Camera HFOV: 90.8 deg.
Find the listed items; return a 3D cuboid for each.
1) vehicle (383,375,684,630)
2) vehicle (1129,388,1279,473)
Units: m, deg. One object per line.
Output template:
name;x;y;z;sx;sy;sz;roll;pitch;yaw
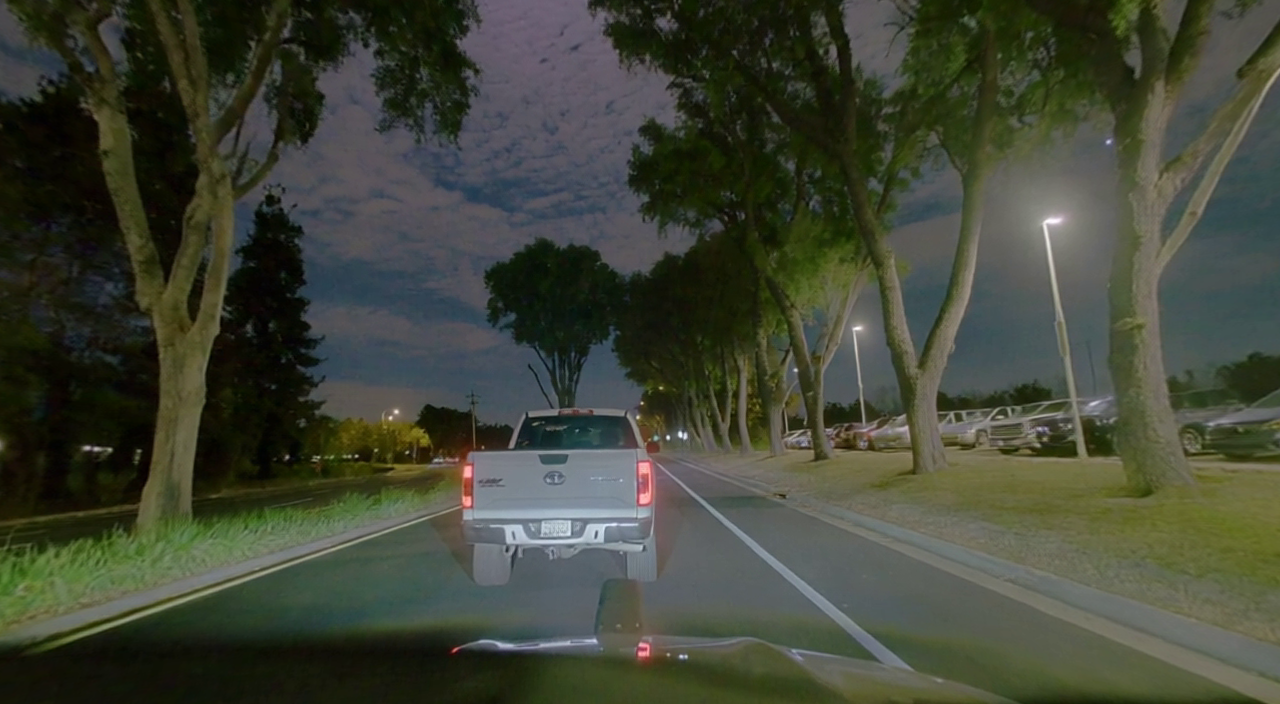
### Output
vehicle;-0.690;1.444;7.128;2.157;1.816;5.039;0;-8;2
vehicle;11.880;1.418;11.473;4.298;1.392;1.944;-1;-8;2
